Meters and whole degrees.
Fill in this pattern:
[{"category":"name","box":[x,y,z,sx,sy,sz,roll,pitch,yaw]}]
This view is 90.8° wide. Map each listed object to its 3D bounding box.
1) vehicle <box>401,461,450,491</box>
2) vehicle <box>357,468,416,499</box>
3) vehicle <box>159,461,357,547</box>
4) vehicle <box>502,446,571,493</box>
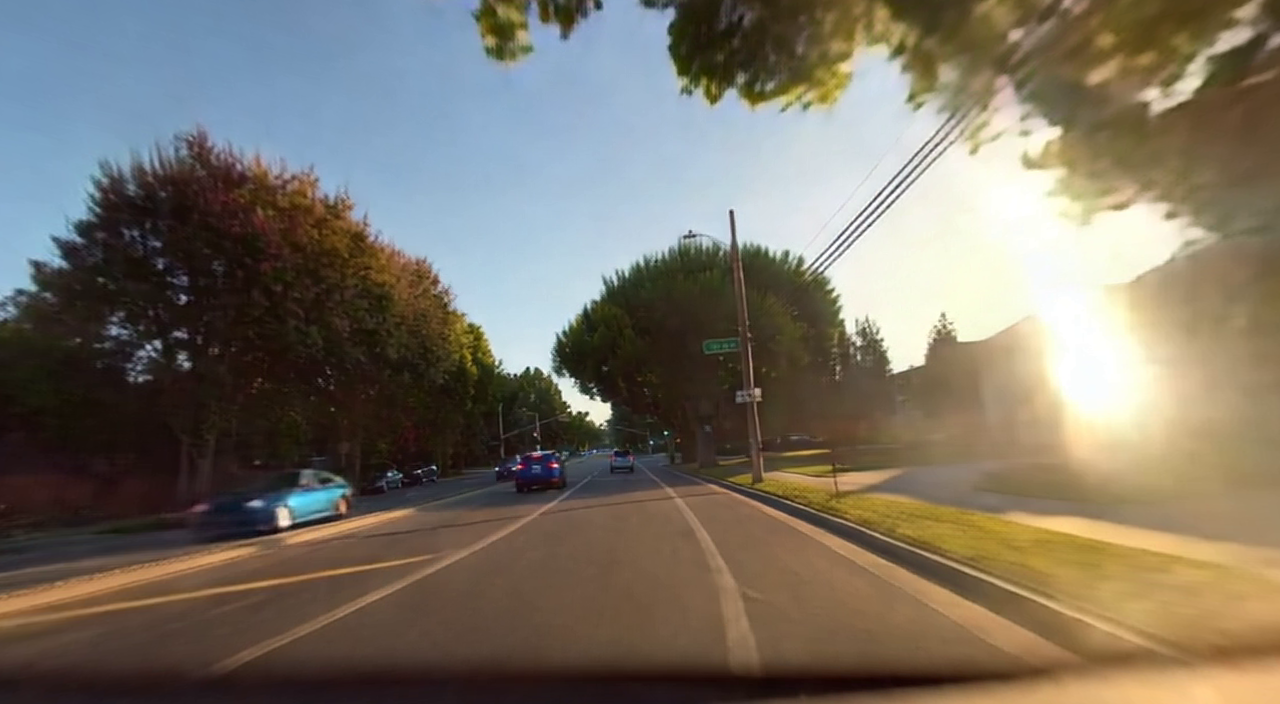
[{"category":"vehicle","box":[-15.404,8.890,45.600,1.996,1.886,4.692,-3,-9,-1]},{"category":"vehicle","box":[-15.459,8.027,38.851,1.880,1.476,4.715,-3,-9,-2]},{"category":"vehicle","box":[-8.876,3.513,15.251,2.005,1.471,4.475,-5,-9,0]},{"category":"vehicle","box":[-4.204,4.818,26.323,2.097,1.755,4.336,-1,-9,1]}]
